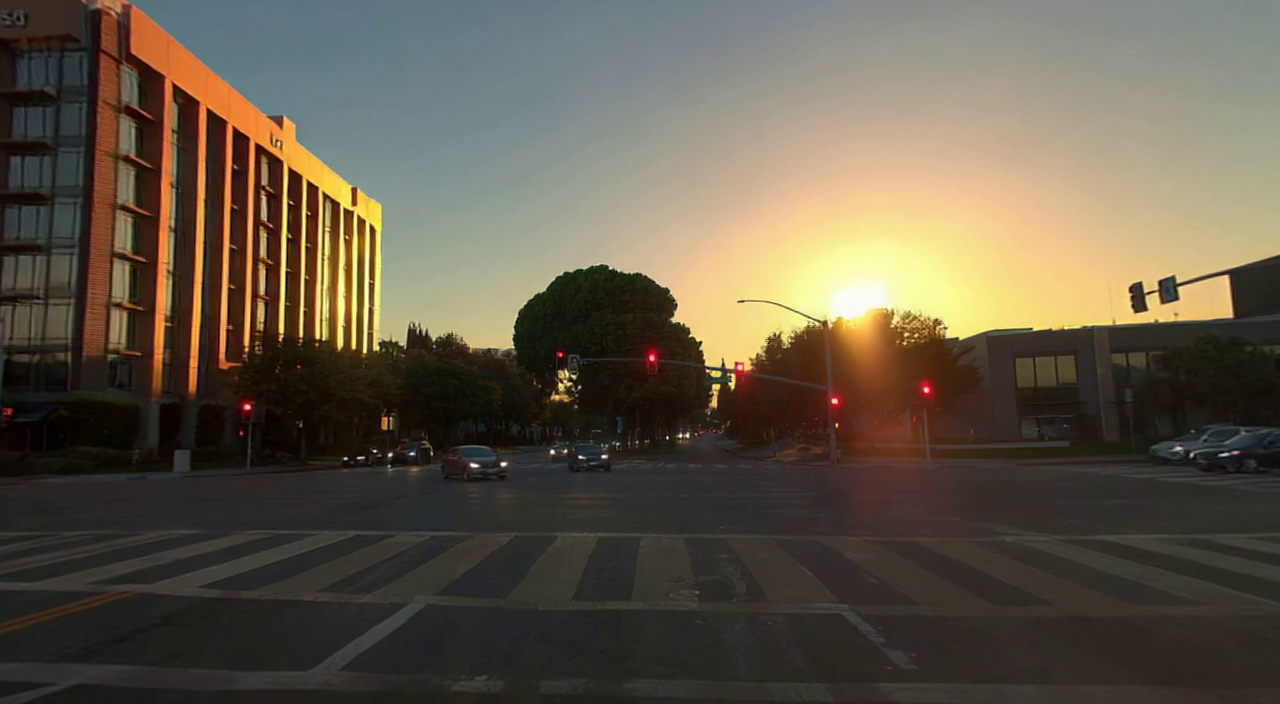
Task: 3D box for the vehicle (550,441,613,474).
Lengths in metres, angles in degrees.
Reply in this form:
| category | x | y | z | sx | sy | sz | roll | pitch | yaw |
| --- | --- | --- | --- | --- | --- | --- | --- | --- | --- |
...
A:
| category | x | y | z | sx | sy | sz | roll | pitch | yaw |
| --- | --- | --- | --- | --- | --- | --- | --- | --- | --- |
| vehicle | -2.982 | 5.173 | 31.263 | 2.109 | 1.461 | 4.637 | 3 | -9 | -19 |

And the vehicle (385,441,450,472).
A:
| category | x | y | z | sx | sy | sz | roll | pitch | yaw |
| --- | --- | --- | --- | --- | --- | --- | --- | --- | --- |
| vehicle | -15.122 | 7.124 | 43.244 | 2.340 | 1.946 | 5.450 | -1 | -9 | 1 |

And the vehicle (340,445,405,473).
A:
| category | x | y | z | sx | sy | sz | roll | pitch | yaw |
| --- | --- | --- | --- | --- | --- | --- | --- | --- | --- |
| vehicle | -18.542 | 7.413 | 44.085 | 2.237 | 1.842 | 5.116 | 0 | -9 | 0 |

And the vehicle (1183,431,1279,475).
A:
| category | x | y | z | sx | sy | sz | roll | pitch | yaw |
| --- | --- | --- | --- | --- | --- | --- | --- | --- | --- |
| vehicle | 22.328 | 3.559 | 22.359 | 4.474 | 1.477 | 1.908 | 0 | -9 | -3 |

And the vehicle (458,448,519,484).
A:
| category | x | y | z | sx | sy | sz | roll | pitch | yaw |
| --- | --- | --- | --- | --- | --- | --- | --- | --- | --- |
| vehicle | -6.180 | 4.527 | 25.480 | 1.910 | 1.288 | 4.093 | 3 | -9 | -20 |
